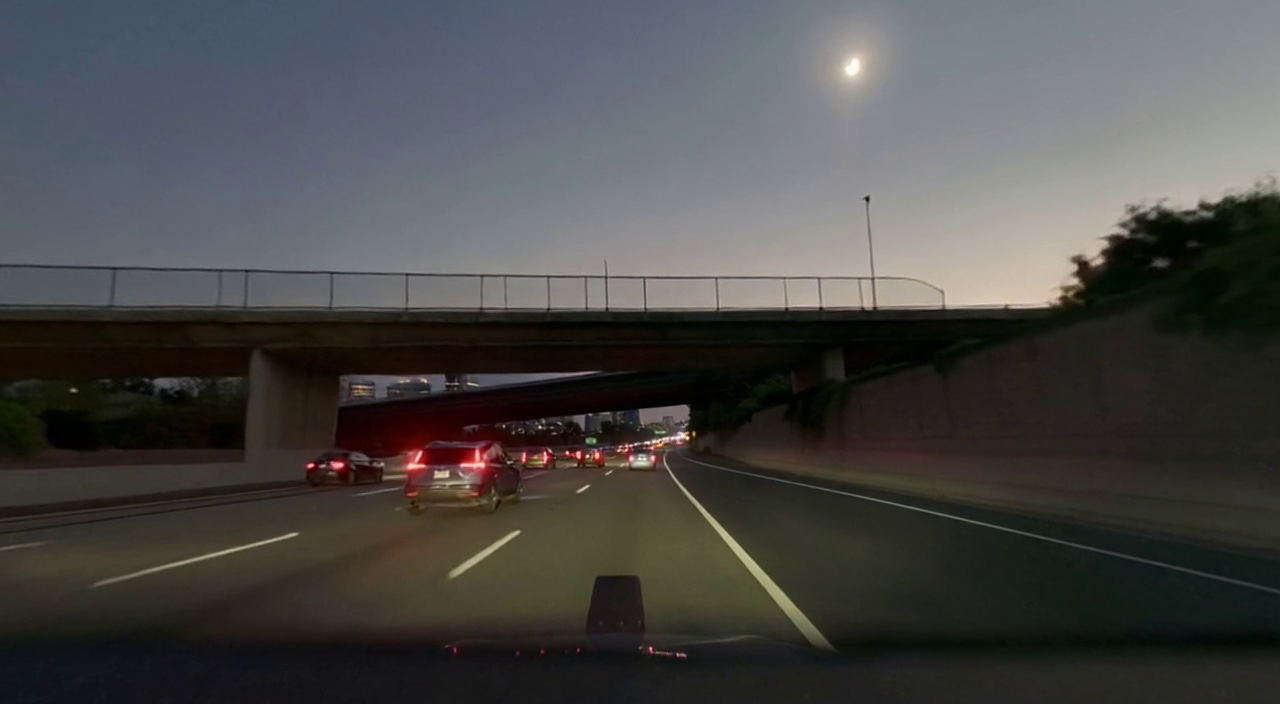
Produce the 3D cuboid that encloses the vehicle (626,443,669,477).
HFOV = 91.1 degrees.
[{"bbox_3d":[0.389,5.718,33.554,2.160,1.678,4.178,0,-8,0],"label":"vehicle"}]

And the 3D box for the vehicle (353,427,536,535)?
[{"bbox_3d":[-3.600,2.459,12.649,2.161,1.759,4.482,0,-8,1],"label":"vehicle"}]

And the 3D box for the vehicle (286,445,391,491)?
[{"bbox_3d":[-11.996,4.597,25.348,1.954,1.640,4.339,0,-8,1],"label":"vehicle"}]

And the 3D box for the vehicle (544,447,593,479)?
[{"bbox_3d":[-3.730,5.853,33.404,1.997,1.490,4.471,0,-8,1],"label":"vehicle"}]
